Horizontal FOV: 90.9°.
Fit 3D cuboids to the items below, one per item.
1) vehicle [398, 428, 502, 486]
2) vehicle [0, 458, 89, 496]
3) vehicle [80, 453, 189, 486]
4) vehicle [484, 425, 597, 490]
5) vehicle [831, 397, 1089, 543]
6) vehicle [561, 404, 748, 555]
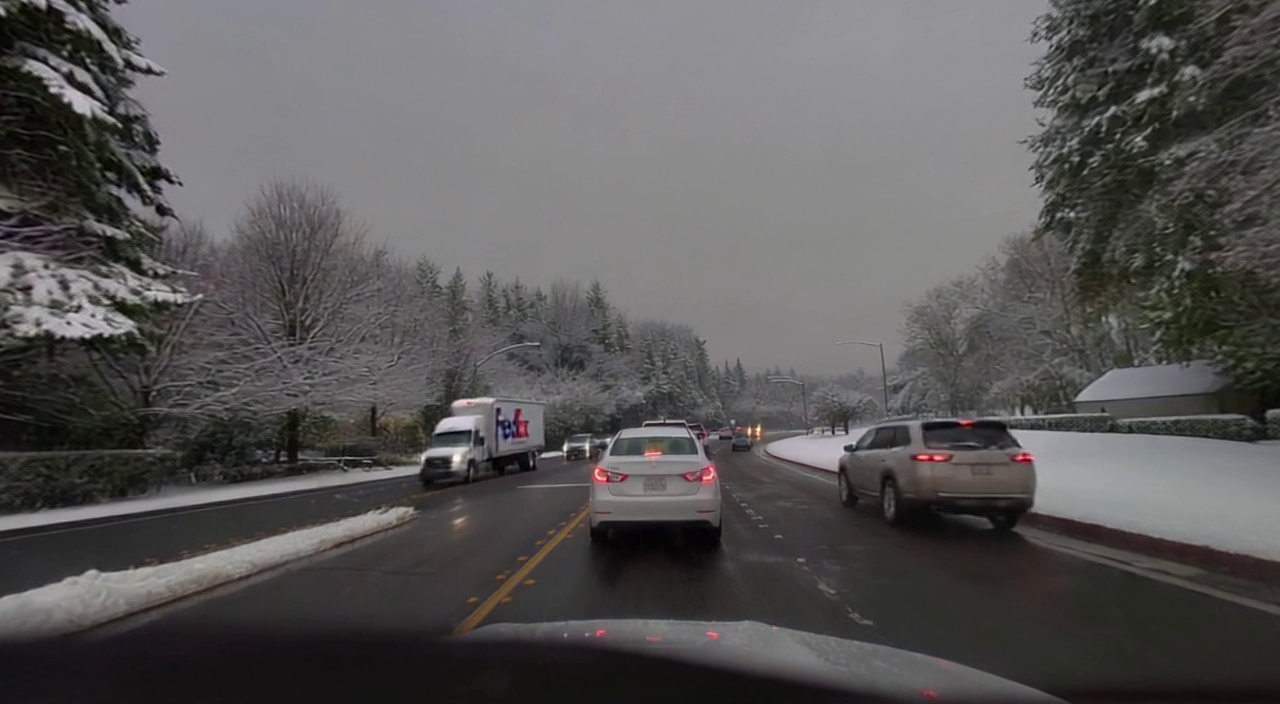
[{"bbox_3d":[-6.637,3.734,22.672,2.051,1.843,4.469,-1,-8,4],"label":"vehicle"},{"bbox_3d":[-27.315,5.613,28.077,4.272,1.438,1.801,-5,-9,8],"label":"vehicle"},{"bbox_3d":[-26.751,6.189,33.454,4.256,1.633,1.940,-1,-8,7],"label":"vehicle"},{"bbox_3d":[-2.948,3.282,19.971,2.057,1.786,4.725,-2,-8,11],"label":"vehicle"},{"bbox_3d":[4.946,1.892,10.739,2.059,1.864,4.700,1,-8,2],"label":"vehicle"},{"bbox_3d":[0.204,1.770,9.403,2.154,1.710,4.128,-1,-8,1],"label":"vehicle"}]
